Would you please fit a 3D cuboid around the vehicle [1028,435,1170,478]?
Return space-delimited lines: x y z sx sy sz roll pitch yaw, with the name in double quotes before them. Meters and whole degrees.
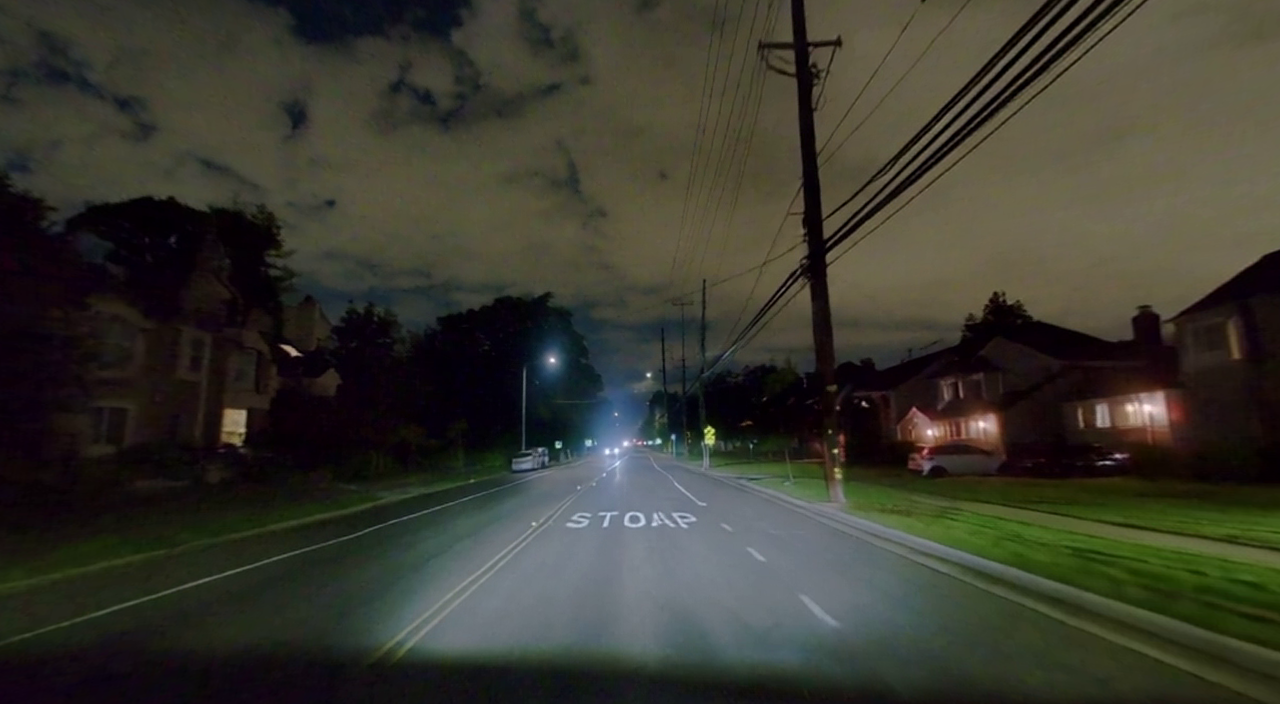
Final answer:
"vehicle" 19.024 4.342 26.342 4.362 1.480 1.903 -3 -7 0

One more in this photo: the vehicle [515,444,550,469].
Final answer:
"vehicle" -8.252 8.005 48.664 2.002 1.747 4.466 -1 -7 -1

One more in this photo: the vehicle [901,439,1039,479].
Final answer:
"vehicle" 13.684 4.434 26.397 4.624 1.420 2.045 -2 -8 -3
